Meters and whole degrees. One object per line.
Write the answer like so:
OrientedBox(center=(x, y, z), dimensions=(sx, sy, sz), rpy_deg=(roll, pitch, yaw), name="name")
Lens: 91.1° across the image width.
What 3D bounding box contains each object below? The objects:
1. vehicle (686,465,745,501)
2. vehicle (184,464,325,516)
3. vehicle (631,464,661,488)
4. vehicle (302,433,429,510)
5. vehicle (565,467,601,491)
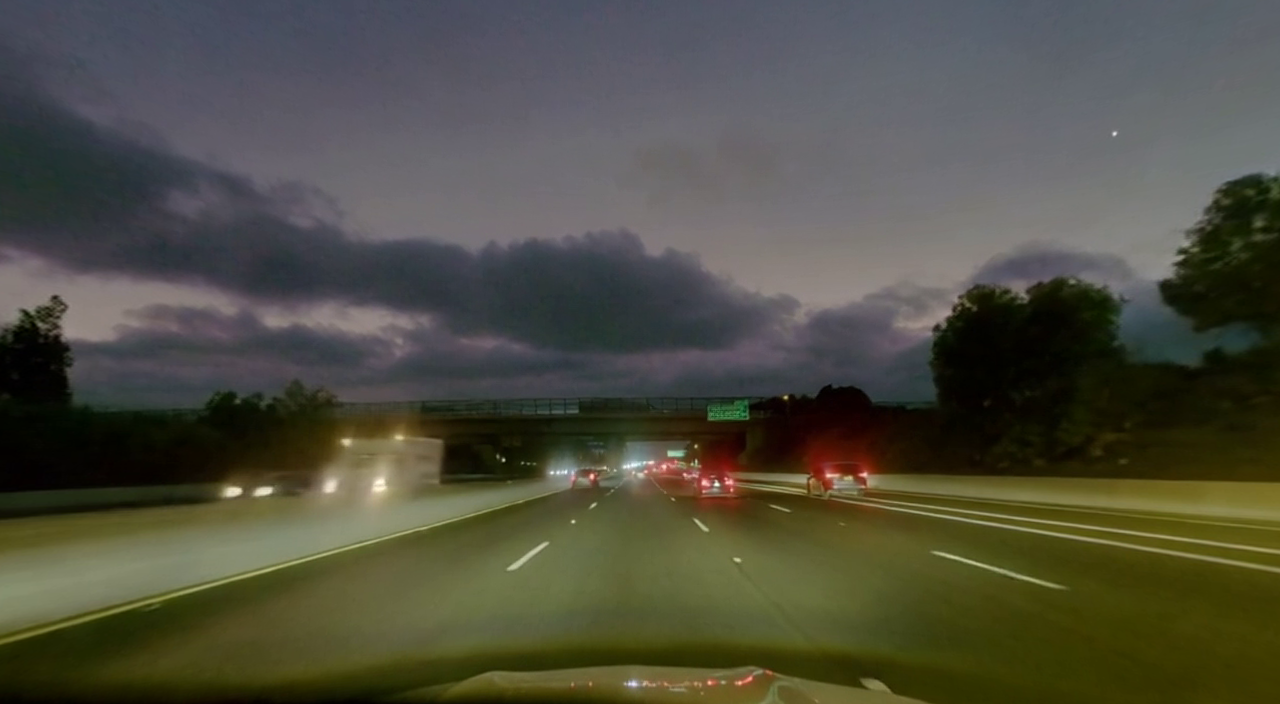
OrientedBox(center=(3.402, 6.063, 29.245), dimensions=(2.092, 1.518, 4.348), rpy_deg=(1, -10, -2), name="vehicle")
OrientedBox(center=(-13.377, 4.808, 22.211), dimensions=(2.033, 1.615, 4.542), rpy_deg=(0, -10, 0), name="vehicle")
OrientedBox(center=(0.445, 9.362, 47.476), dimensions=(2.181, 1.698, 4.056), rpy_deg=(0, -10, 0), name="vehicle")
OrientedBox(center=(-10.091, 4.486, 23.727), dimensions=(2.253, 2.507, 5.478), rpy_deg=(0, -11, 0), name="vehicle")
OrientedBox(center=(-3.698, 8.342, 41.485), dimensions=(1.975, 1.486, 3.903), rpy_deg=(0, -10, 0), name="vehicle")
